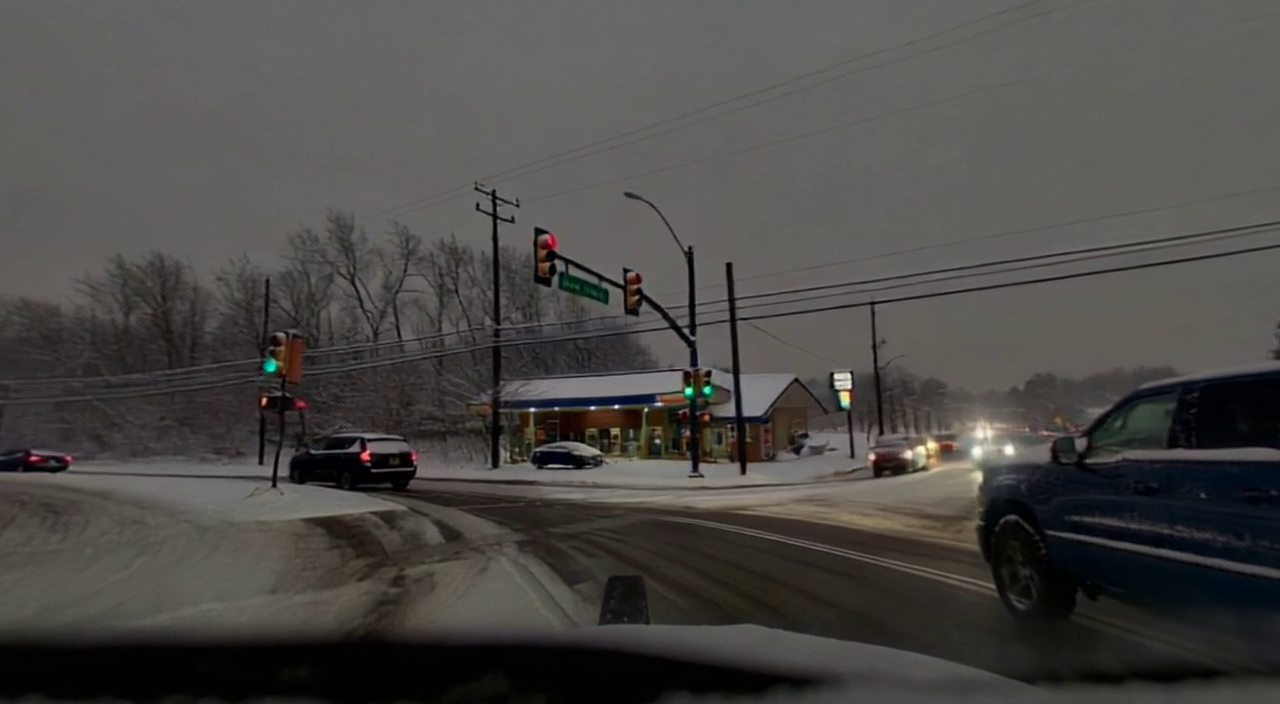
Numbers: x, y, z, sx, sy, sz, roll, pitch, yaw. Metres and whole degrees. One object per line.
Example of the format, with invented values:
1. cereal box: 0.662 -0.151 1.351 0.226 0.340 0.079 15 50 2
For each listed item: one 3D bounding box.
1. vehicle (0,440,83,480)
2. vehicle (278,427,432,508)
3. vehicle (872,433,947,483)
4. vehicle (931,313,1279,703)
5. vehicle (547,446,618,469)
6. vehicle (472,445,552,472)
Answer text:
1. vehicle: -28.377 4.996 29.486 4.498 1.725 1.921 -4 -9 29
2. vehicle: -7.780 2.983 16.959 2.141 1.842 4.889 7 -11 -43
3. vehicle: 11.805 4.508 27.350 2.303 1.895 5.301 -4 -9 29
4. vehicle: 3.760 0.787 2.991 2.036 1.818 5.192 0 -8 -3
5. vehicle: -3.870 7.106 42.702 4.495 1.399 1.715 5 -9 -31
6. vehicle: -7.937 6.603 39.420 1.913 1.480 4.661 -7 -10 42
